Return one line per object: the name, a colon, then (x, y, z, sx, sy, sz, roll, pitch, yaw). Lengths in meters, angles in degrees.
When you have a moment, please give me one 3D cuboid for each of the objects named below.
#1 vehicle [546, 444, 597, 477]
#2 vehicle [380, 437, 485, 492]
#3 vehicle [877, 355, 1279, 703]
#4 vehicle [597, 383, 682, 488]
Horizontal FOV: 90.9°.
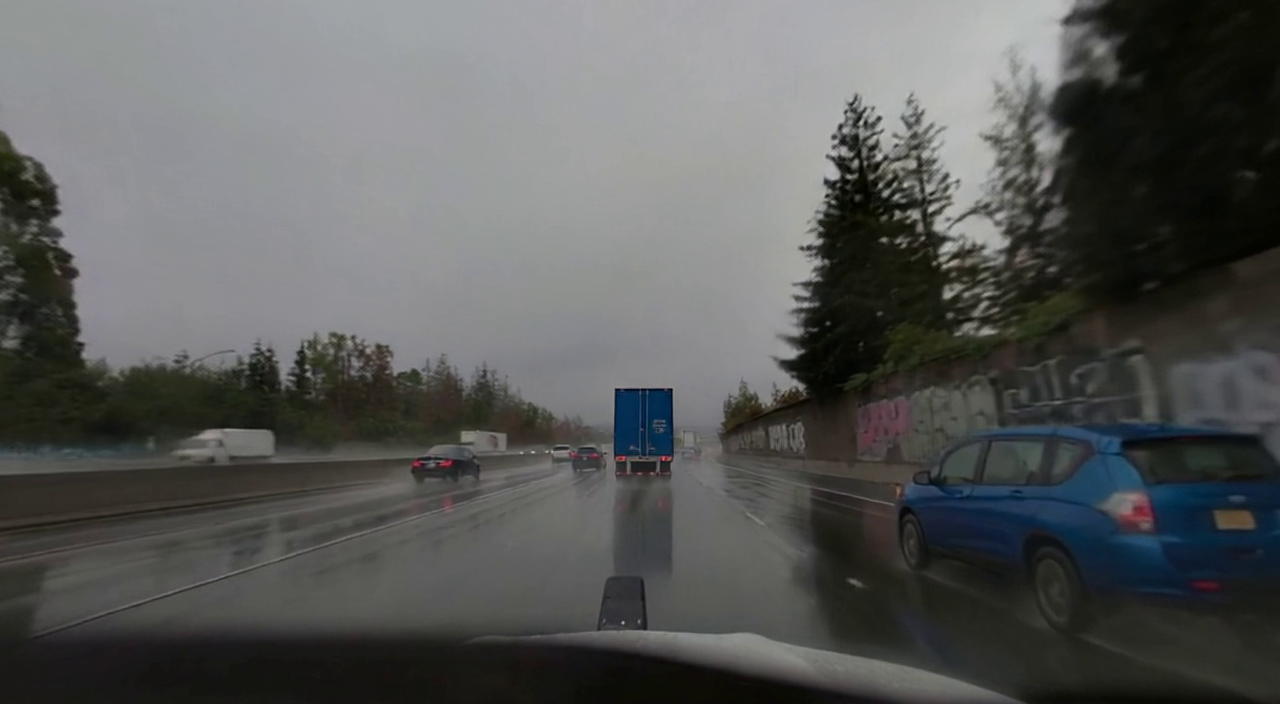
vehicle: (-3.343, 5.416, 31.667, 2.020, 1.505, 4.171, 0, -9, 1)
vehicle: (-6.661, 3.651, 20.750, 2.005, 1.607, 4.042, 0, -9, 1)
vehicle: (3.792, 1.189, 4.816, 2.205, 1.689, 4.403, 0, -9, 0)
vehicle: (-0.023, 3.659, 26.868, 2.915, 3.661, 9.741, 0, -9, 0)
